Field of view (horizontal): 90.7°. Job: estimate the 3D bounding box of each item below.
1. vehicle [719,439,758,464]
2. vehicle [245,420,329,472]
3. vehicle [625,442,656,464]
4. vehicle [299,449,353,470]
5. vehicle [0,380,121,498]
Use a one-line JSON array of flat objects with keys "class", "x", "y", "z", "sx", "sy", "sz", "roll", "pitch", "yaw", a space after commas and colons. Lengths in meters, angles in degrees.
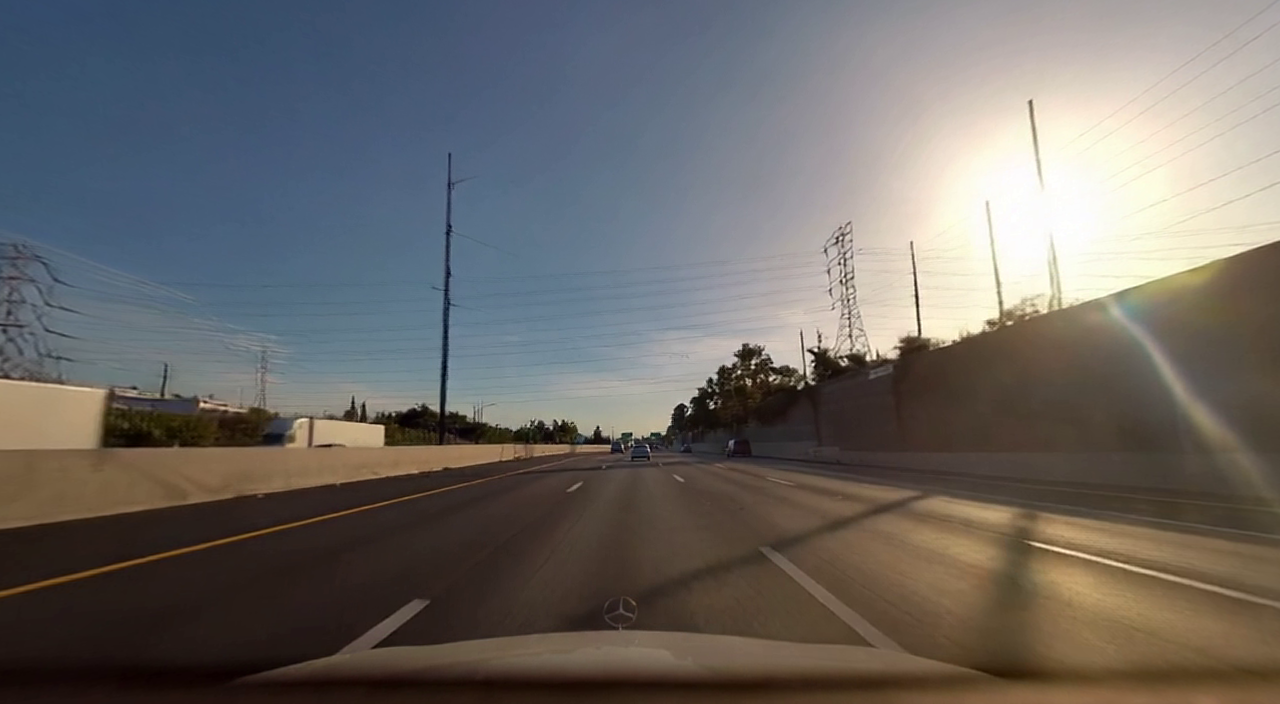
[{"class": "vehicle", "x": 7.051, "y": 7.190, "z": 45.673, "sx": 2.005, "sy": 1.687, "sz": 4.259, "roll": 0, "pitch": -8, "yaw": -1}, {"class": "vehicle", "x": -26.984, "y": 7.234, "z": 48.747, "sx": 2.994, "sy": 3.687, "sz": 5.869, "roll": 0, "pitch": -8, "yaw": -1}, {"class": "vehicle", "x": 0.023, "y": 7.342, "z": 46.052, "sx": 2.109, "sy": 1.489, "sz": 4.027, "roll": 0, "pitch": -8, "yaw": 0}, {"class": "vehicle", "x": -22.967, "y": 7.846, "z": 46.422, "sx": 1.953, "sy": 1.461, "sz": 3.902, "roll": 0, "pitch": -8, "yaw": 0}, {"class": "vehicle", "x": -23.240, "y": 2.719, "z": 19.799, "sx": 2.802, "sy": 3.982, "sz": 13.268, "roll": 0, "pitch": -8, "yaw": 0}]
